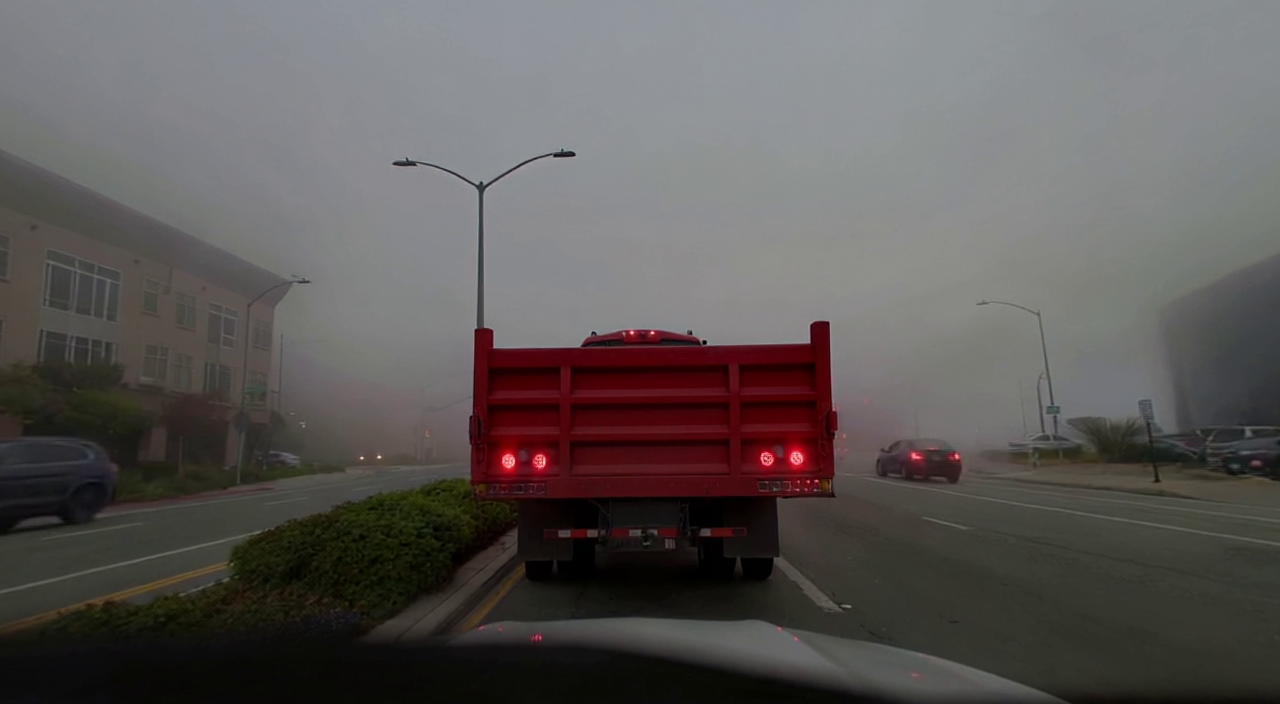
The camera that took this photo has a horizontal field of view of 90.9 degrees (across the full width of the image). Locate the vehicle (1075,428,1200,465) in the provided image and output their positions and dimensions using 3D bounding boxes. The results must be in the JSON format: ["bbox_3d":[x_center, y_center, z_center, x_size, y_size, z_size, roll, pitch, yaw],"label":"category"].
[{"bbox_3d":[23.118,4.389,29.431,4.171,1.614,1.894,-1,-8,1],"label":"vehicle"}]

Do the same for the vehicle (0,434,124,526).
[{"bbox_3d":[-14.613,2.736,13.459,2.218,1.926,5.753,-1,-8,1],"label":"vehicle"}]

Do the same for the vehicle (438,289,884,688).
[{"bbox_3d":[0.274,1.304,7.382,2.650,2.391,7.008,-1,-8,3],"label":"vehicle"}]

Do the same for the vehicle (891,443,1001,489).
[{"bbox_3d":[10.670,3.971,22.380,1.907,1.465,4.077,-1,-8,1],"label":"vehicle"}]

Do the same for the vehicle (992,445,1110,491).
[{"bbox_3d":[14.307,4.017,22.233,1.702,1.475,3.670,-1,-8,1],"label":"vehicle"}]
